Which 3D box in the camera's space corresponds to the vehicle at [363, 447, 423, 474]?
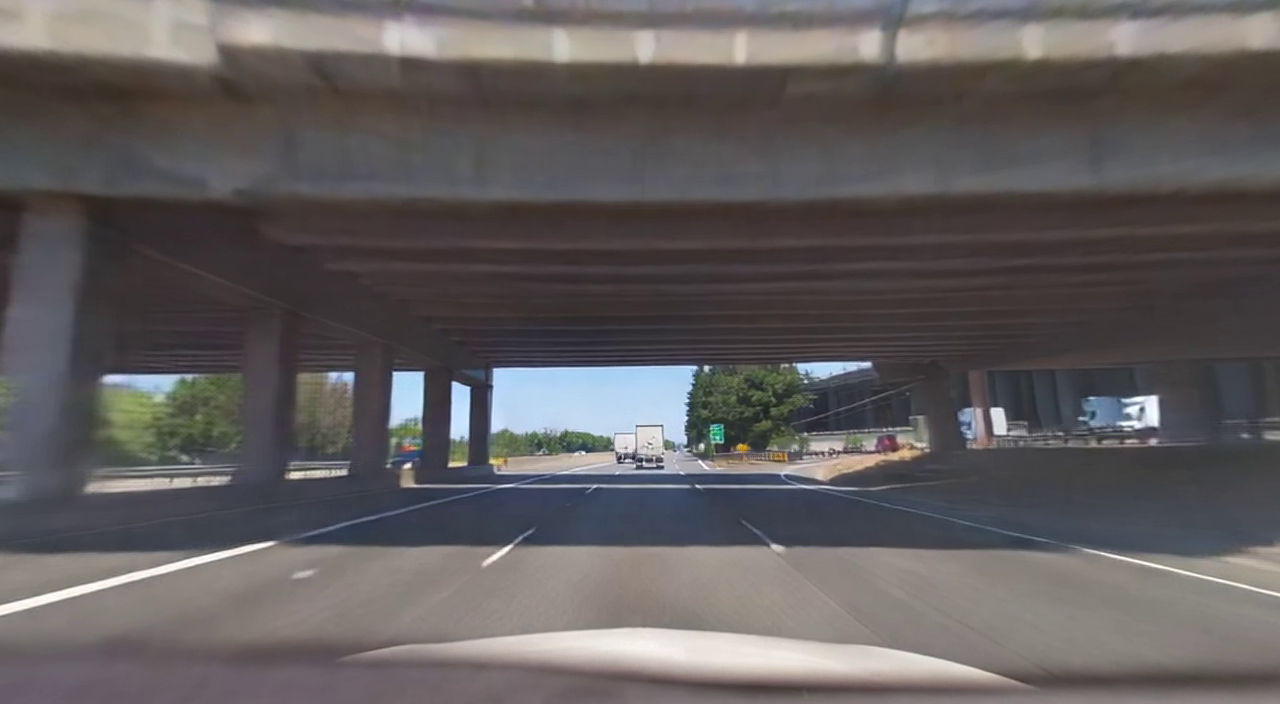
[{"bbox_3d":[-15.749,6.959,40.432,1.895,1.607,4.412,-1,-9,2],"label":"vehicle"}]
